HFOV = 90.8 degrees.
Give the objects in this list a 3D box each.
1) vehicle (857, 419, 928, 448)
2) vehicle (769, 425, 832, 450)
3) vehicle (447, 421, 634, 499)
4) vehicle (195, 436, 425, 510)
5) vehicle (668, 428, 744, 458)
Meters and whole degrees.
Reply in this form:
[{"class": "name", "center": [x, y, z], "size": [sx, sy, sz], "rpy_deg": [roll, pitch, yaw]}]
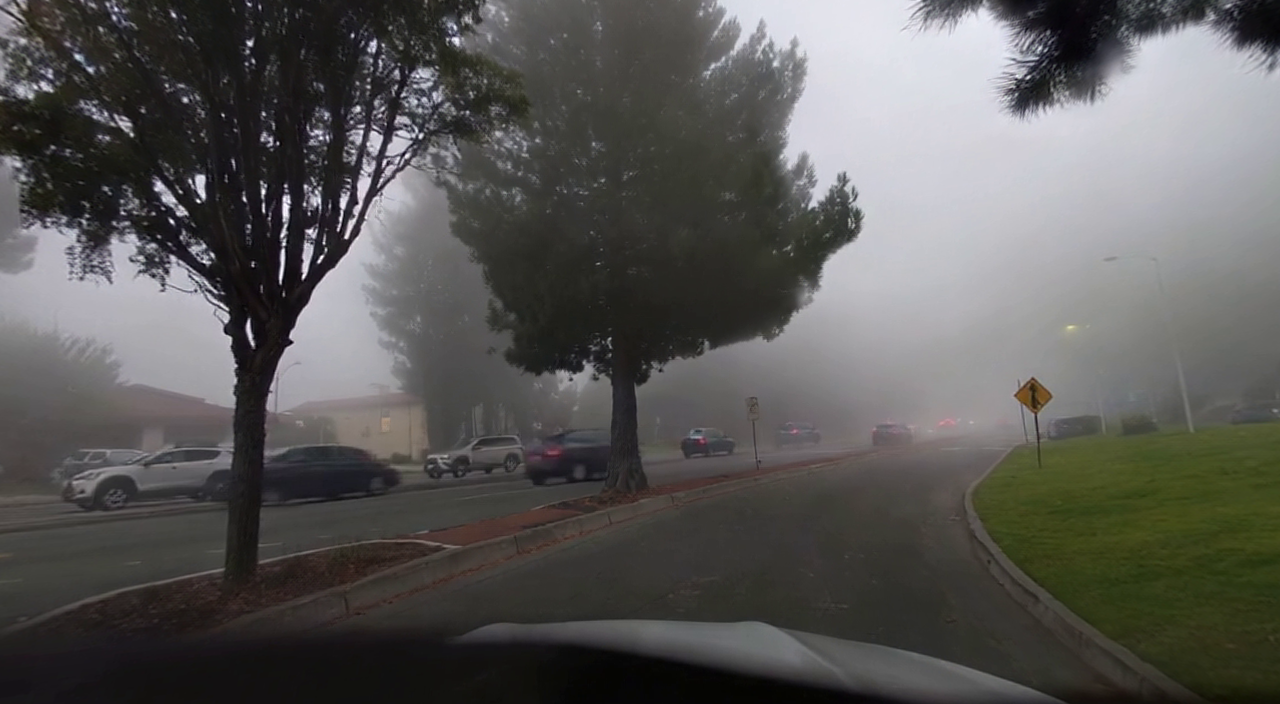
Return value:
[{"class": "vehicle", "center": [15.673, 5.065, 39.070], "size": [2.201, 1.574, 5.060], "rpy_deg": [-11, -13, 42]}, {"class": "vehicle", "center": [11.047, 5.869, 43.324], "size": [2.146, 1.555, 4.810], "rpy_deg": [-9, -12, 41]}, {"class": "vehicle", "center": [-2.674, 2.986, 18.157], "size": [1.954, 1.639, 5.229], "rpy_deg": [-9, -8, 39]}, {"class": "vehicle", "center": [-8.587, 3.139, 16.904], "size": [2.183, 1.651, 4.928], "rpy_deg": [-8, -11, 39]}, {"class": "vehicle", "center": [4.228, 5.708, 40.096], "size": [2.313, 1.688, 5.015], "rpy_deg": [-6, -8, 40]}]
